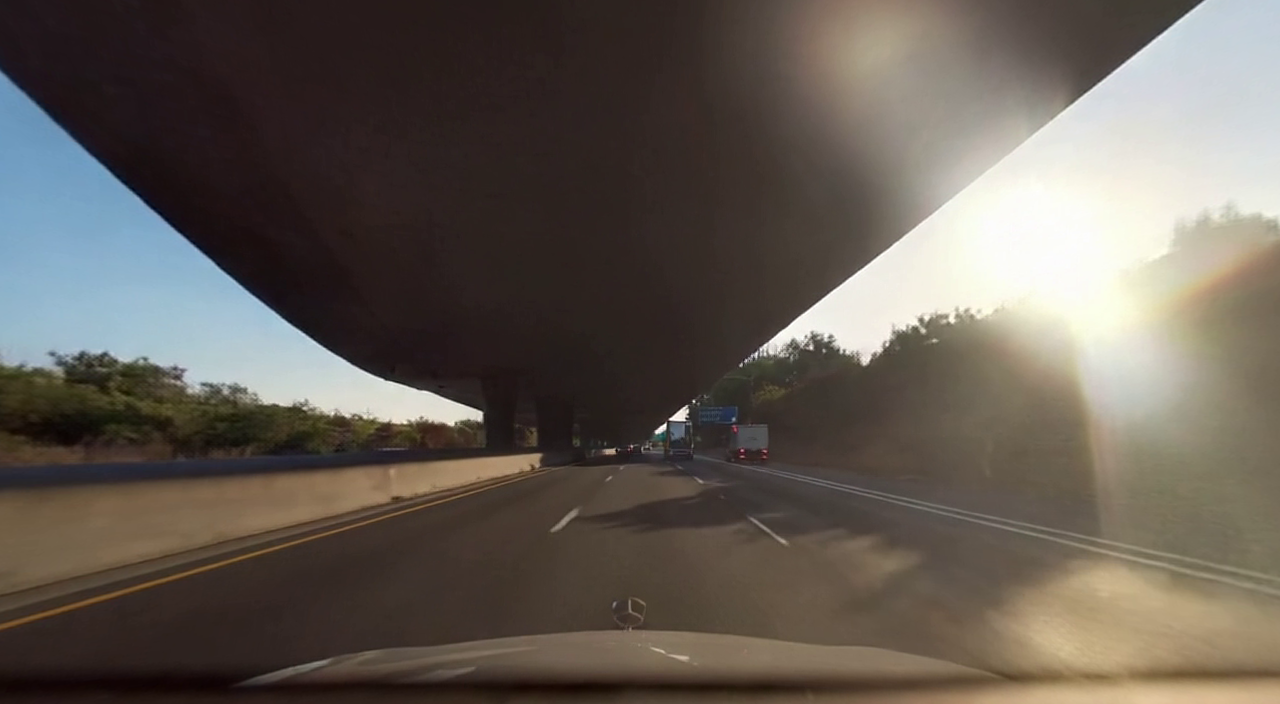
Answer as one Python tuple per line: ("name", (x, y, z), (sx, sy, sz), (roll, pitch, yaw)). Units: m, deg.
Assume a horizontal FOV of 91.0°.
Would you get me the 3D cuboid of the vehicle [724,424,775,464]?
("vehicle", (8.089, 6.865, 47.147), (2.474, 2.730, 7.349), (0, -8, 0))
